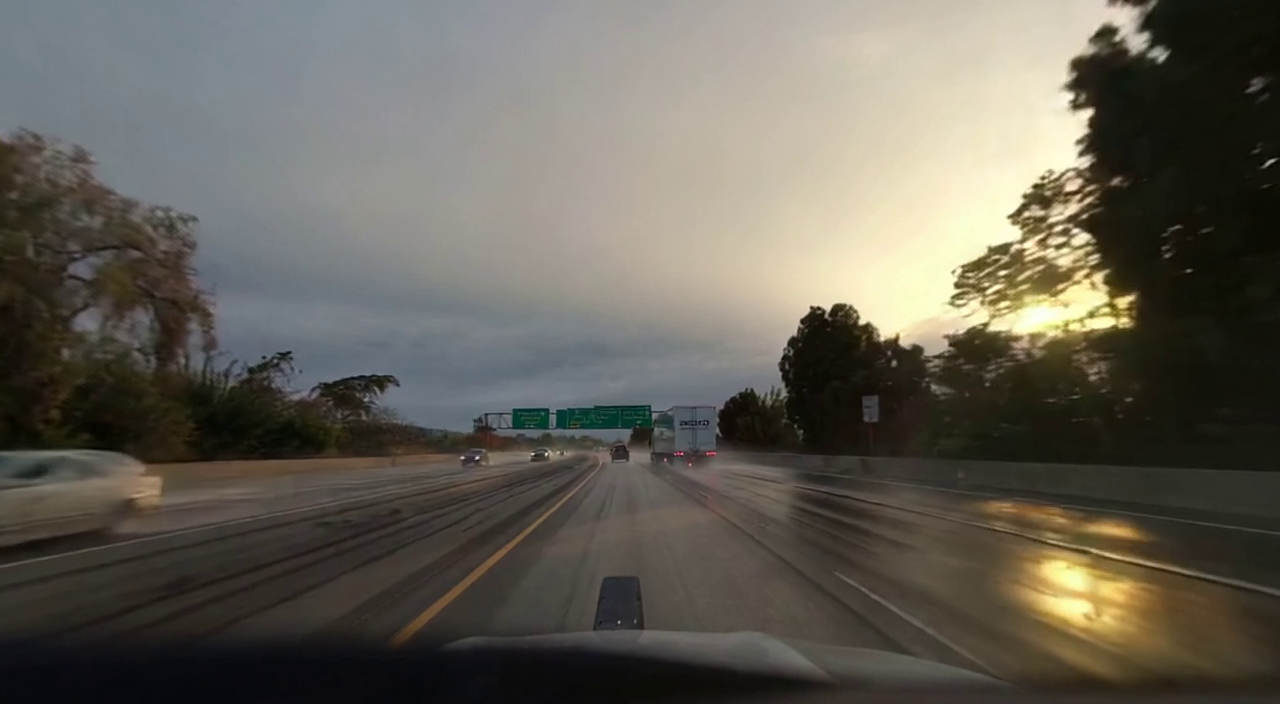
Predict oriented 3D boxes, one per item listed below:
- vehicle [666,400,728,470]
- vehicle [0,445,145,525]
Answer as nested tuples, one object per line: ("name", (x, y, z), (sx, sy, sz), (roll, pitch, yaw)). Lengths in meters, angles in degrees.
("vehicle", (3.402, 5.308, 39.677), (2.892, 3.928, 8.380), (0, -9, -2))
("vehicle", (-13.444, 2.850, 13.858), (1.813, 1.545, 3.874), (0, -9, -1))
